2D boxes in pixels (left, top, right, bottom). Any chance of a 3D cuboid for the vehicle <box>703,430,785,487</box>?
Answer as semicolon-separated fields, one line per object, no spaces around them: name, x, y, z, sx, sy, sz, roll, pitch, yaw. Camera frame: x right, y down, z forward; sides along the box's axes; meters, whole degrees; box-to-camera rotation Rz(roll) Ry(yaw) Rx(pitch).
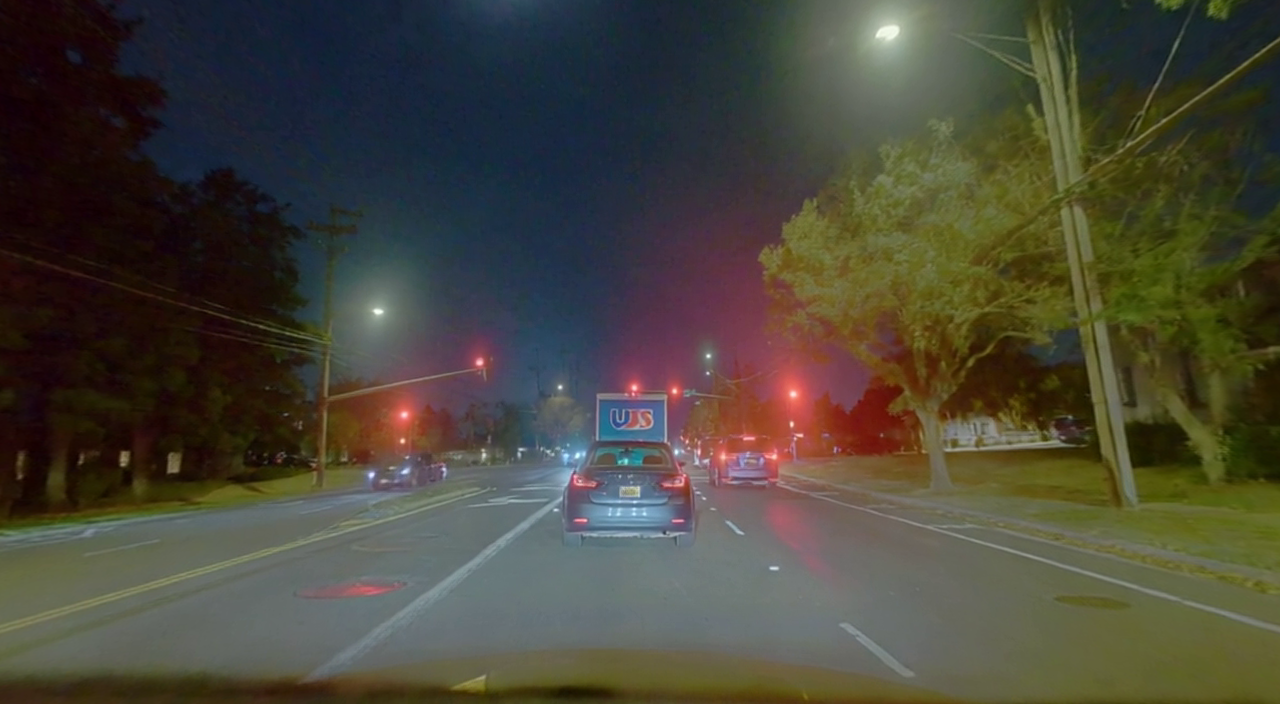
vehicle;3.651;3.835;23.052;2.145;1.847;4.524;0;-8;-1

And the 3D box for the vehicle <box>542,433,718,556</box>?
vehicle;-0.158;2.044;9.858;2.135;1.483;4.207;0;-8;-1

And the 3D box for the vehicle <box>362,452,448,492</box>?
vehicle;-9.760;4.985;26.638;1.950;1.467;4.270;0;-8;0
